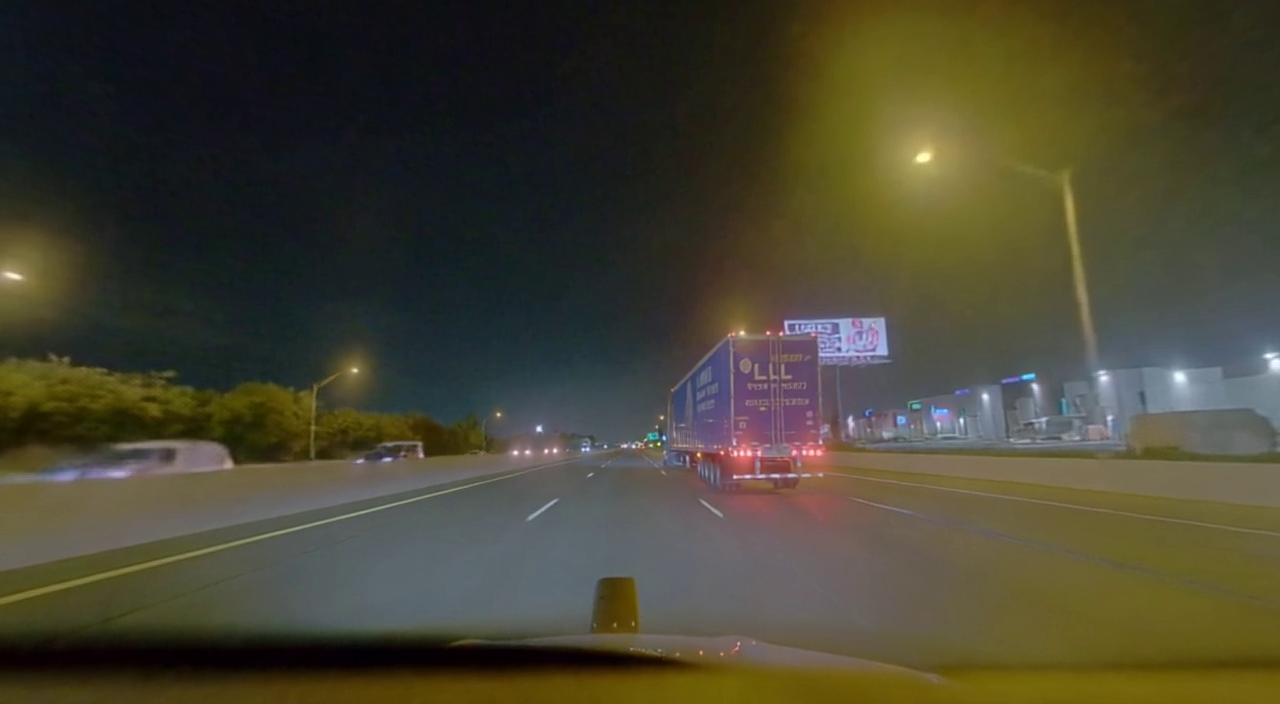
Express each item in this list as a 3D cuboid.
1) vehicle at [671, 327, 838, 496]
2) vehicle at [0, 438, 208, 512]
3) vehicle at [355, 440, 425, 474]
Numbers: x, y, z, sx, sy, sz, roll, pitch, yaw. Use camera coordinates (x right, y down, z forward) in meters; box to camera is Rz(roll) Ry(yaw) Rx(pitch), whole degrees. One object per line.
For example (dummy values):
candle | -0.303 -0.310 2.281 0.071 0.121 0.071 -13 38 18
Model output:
vehicle | 3.379 2.789 24.961 2.891 4.387 17.121 0 -9 -2
vehicle | -11.355 2.586 13.693 1.620 1.372 3.339 0 -9 -1
vehicle | -11.644 4.908 29.667 1.757 1.451 3.658 0 -9 0
